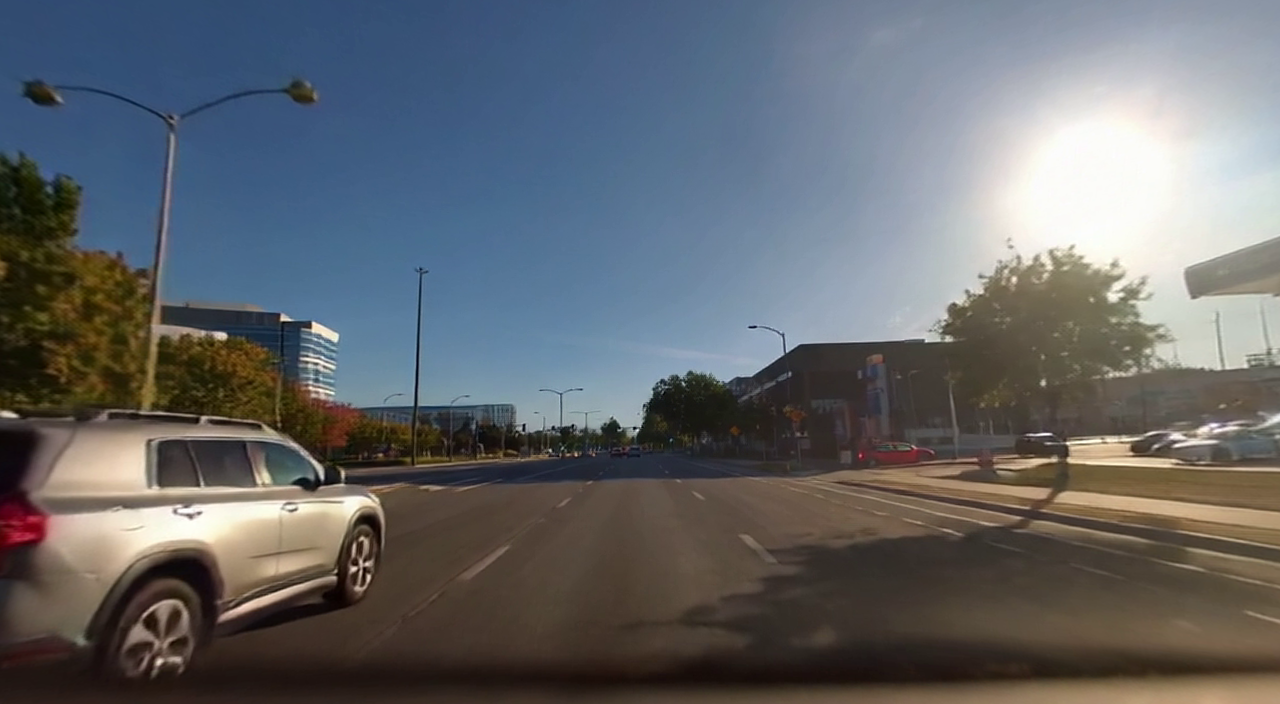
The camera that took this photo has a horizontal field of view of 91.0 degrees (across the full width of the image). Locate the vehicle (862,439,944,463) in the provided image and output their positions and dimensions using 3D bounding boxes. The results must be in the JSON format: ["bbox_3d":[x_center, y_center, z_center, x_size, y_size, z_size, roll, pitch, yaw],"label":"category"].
[{"bbox_3d":[17.731,6.724,42.646,4.671,1.466,1.937,0,-10,5],"label":"vehicle"}]

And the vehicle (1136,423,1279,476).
[{"bbox_3d":[23.173,3.875,25.348,2.302,1.795,4.724,-3,-8,-3],"label":"vehicle"}]

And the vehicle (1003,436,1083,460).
[{"bbox_3d":[30.163,7.213,47.247,4.507,1.752,2.016,-2,-9,9],"label":"vehicle"}]

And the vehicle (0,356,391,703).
[{"bbox_3d":[-3.412,1.057,3.637,2.039,1.656,4.710,0,-9,-1],"label":"vehicle"}]
